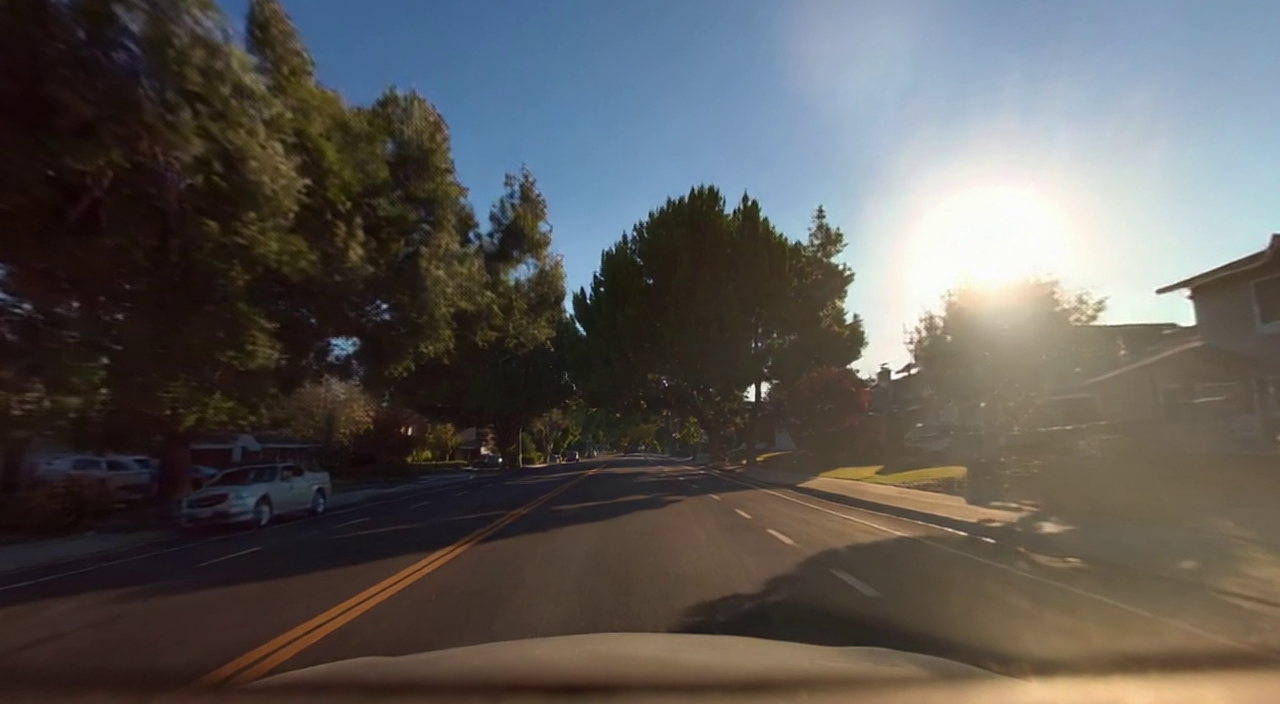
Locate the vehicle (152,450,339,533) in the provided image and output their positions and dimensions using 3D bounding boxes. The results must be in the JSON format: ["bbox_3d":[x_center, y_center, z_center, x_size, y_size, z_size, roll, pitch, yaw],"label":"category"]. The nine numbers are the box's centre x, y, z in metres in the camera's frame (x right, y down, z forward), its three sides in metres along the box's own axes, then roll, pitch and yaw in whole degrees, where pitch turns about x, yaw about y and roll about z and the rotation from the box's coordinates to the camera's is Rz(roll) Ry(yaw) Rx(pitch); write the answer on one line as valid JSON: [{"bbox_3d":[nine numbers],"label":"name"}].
[{"bbox_3d":[-9.625,3.364,15.944,1.931,1.465,4.683,-5,-7,-3],"label":"vehicle"}]

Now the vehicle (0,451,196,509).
[{"bbox_3d":[-19.527,4.598,23.002,4.802,1.868,2.395,0,-8,-2],"label":"vehicle"}]
